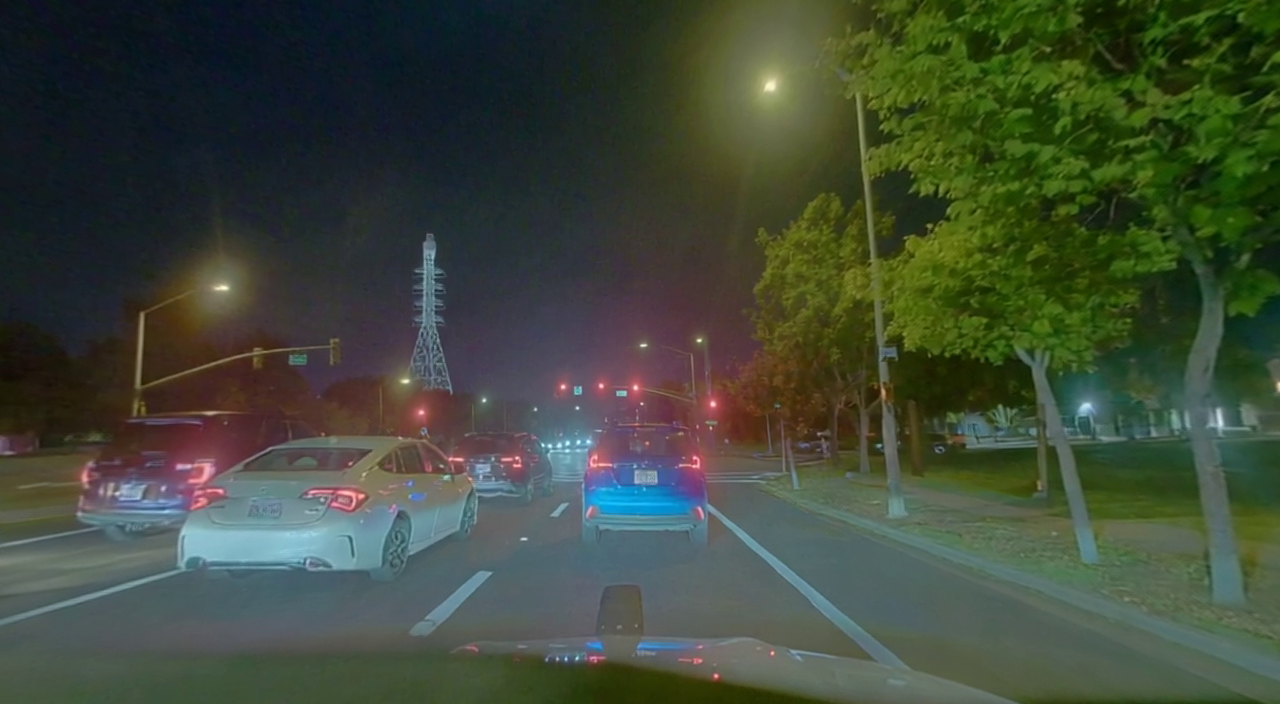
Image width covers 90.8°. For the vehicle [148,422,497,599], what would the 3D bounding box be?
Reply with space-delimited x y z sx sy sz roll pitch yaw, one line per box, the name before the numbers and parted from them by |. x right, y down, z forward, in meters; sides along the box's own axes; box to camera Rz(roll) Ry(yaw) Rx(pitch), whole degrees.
vehicle | -3.181 1.663 7.610 1.973 1.469 4.448 0 -8 -1

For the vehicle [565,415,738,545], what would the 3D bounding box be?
vehicle | 0.092 1.966 10.359 2.239 1.661 4.224 0 -8 -2

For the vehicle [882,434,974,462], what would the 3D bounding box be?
vehicle | 15.077 5.036 33.171 3.858 1.437 1.899 1 -8 -5
